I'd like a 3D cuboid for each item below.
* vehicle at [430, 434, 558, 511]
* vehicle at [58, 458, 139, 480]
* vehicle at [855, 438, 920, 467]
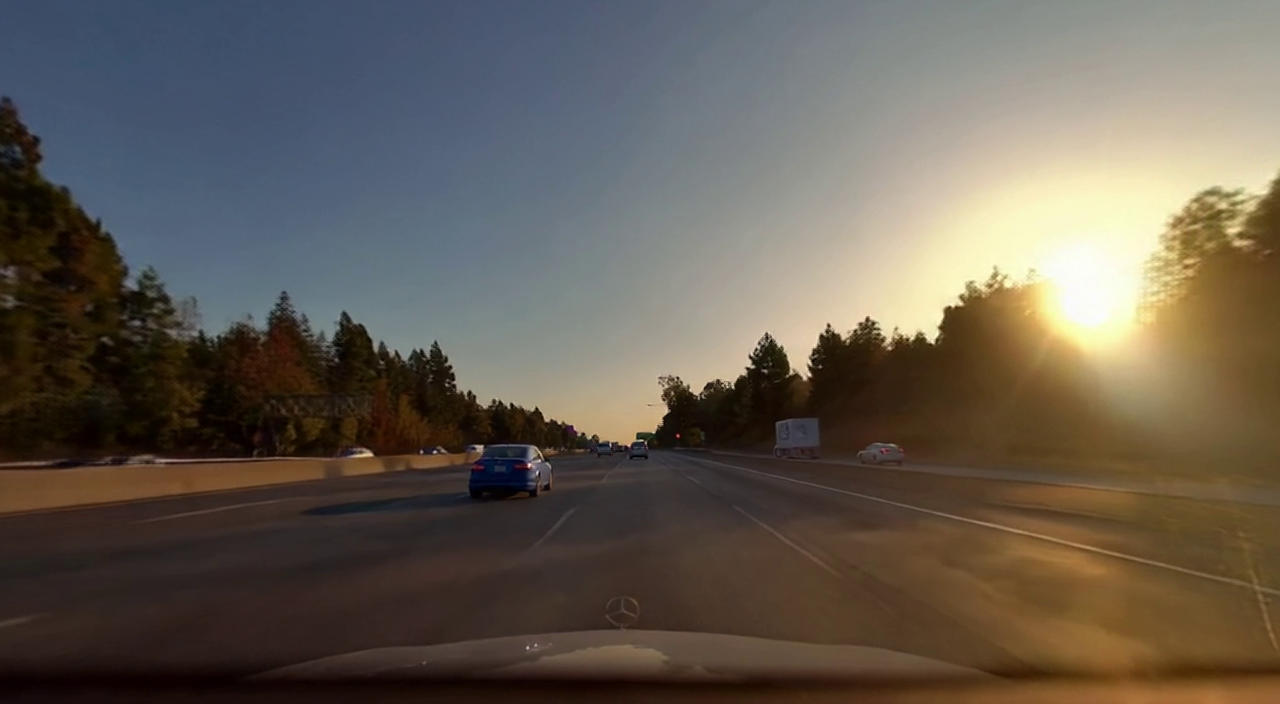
[{"bbox_3d":[-3.230,2.754,14.916,2.020,1.554,4.137,0,-9,0],"label":"vehicle"},{"bbox_3d":[-40.555,8.775,47.496,2.068,1.488,4.731,0,-9,-3],"label":"vehicle"},{"bbox_3d":[15.478,6.294,39.812,2.081,1.707,4.756,0,-9,-2],"label":"vehicle"}]
